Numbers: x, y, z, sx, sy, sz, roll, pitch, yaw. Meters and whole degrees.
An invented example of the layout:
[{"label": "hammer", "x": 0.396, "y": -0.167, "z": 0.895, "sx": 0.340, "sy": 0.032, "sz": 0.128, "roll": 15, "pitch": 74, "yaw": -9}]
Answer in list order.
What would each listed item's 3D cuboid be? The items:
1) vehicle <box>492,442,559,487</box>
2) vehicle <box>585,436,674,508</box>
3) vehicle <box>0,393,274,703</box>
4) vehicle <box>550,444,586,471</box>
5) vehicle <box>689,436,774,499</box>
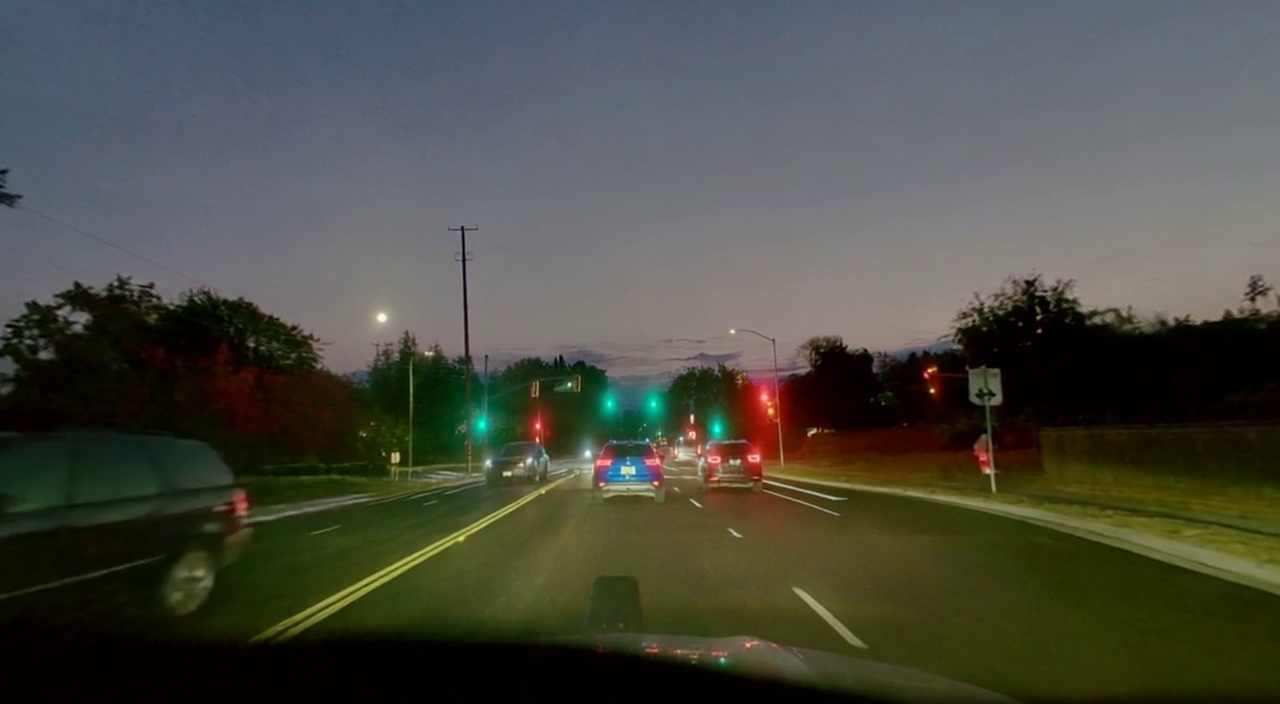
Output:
[{"label": "vehicle", "x": -5.214, "y": 5.189, "z": 29.479, "sx": 2.197, "sy": 1.882, "sz": 4.973, "roll": 0, "pitch": -8, "yaw": 0}, {"label": "vehicle", "x": -0.278, "y": 3.212, "z": 17.354, "sx": 2.151, "sy": 1.695, "sz": 4.100, "roll": 0, "pitch": -8, "yaw": -1}, {"label": "vehicle", "x": -4.474, "y": 1.182, "z": 3.938, "sx": 2.063, "sy": 1.727, "sz": 3.923, "roll": 0, "pitch": -8, "yaw": -2}, {"label": "vehicle", "x": -5.629, "y": 8.320, "z": 49.953, "sx": 2.292, "sy": 1.995, "sz": 4.751, "roll": 0, "pitch": -8, "yaw": 0}, {"label": "vehicle", "x": 2.778, "y": 3.626, "z": 20.236, "sx": 1.967, "sy": 1.756, "sz": 4.281, "roll": 0, "pitch": -8, "yaw": -2}]
